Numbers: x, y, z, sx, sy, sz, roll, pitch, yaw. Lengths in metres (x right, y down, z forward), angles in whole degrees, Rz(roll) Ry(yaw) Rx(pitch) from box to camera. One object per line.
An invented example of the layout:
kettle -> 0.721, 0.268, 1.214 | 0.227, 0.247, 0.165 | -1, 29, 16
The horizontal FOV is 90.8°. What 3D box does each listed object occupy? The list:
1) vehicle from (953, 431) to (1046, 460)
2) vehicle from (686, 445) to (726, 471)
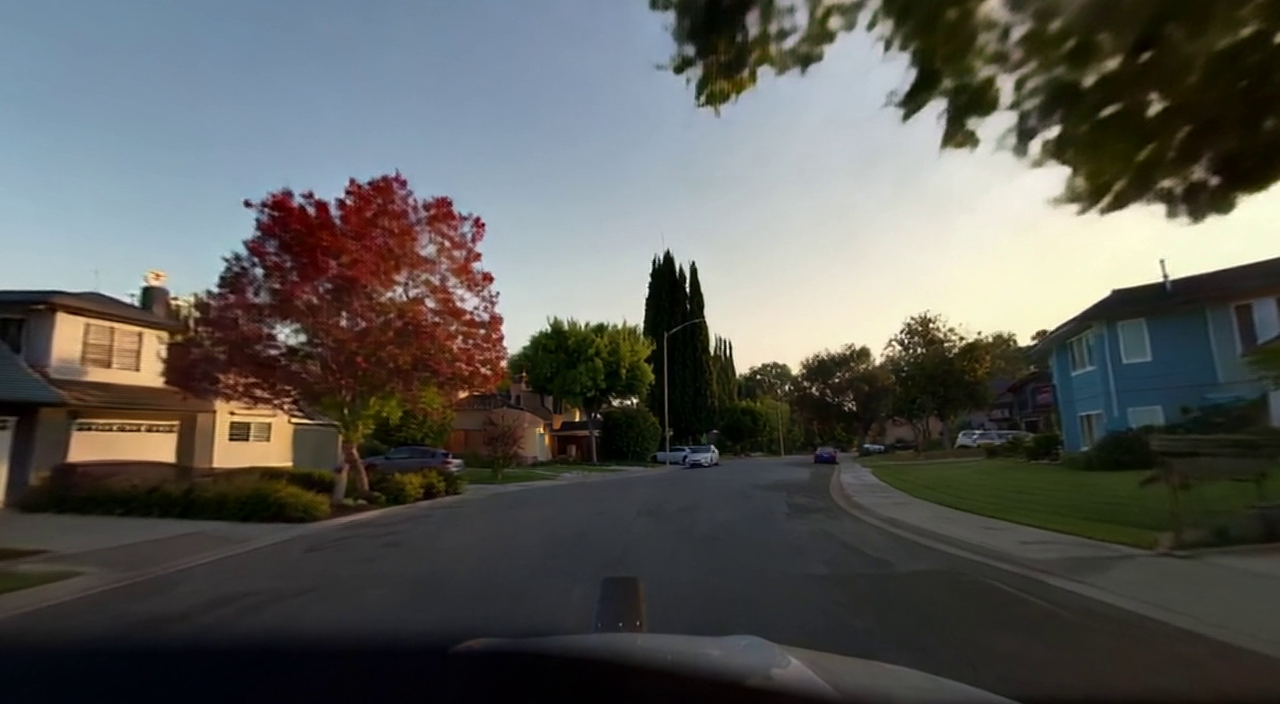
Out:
vehicle -> 21.797, 5.719, 38.463 | 4.384, 1.688, 1.956 | 0, -9, 1
vehicle -> 5.055, 8.010, 48.023 | 2.215, 1.859, 4.765 | -2, -8, 16
